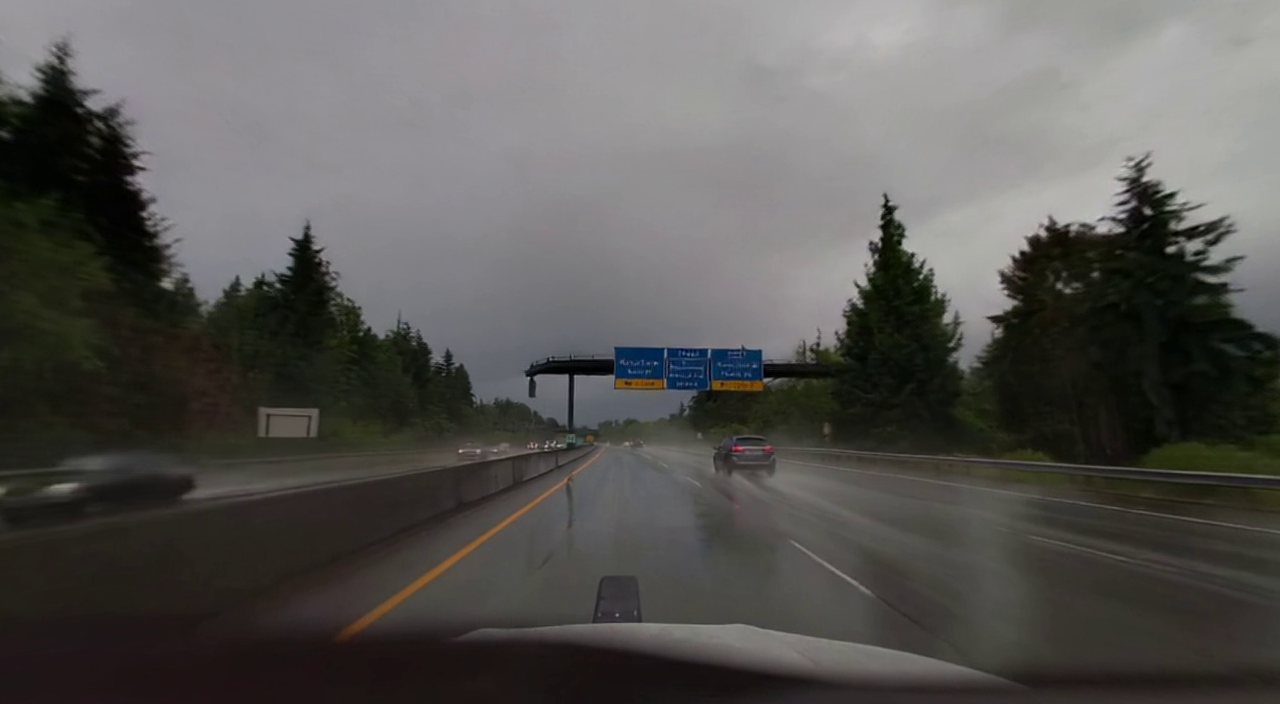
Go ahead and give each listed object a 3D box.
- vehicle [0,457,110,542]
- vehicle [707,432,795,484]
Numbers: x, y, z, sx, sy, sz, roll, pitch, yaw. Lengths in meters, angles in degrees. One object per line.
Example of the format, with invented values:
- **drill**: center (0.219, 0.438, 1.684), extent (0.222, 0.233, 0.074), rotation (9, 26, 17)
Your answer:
- **vehicle**: center (-12.865, 2.811, 11.904), extent (1.951, 1.474, 4.413), rotation (0, -8, -2)
- **vehicle**: center (3.494, 3.429, 20.744), extent (1.958, 1.526, 4.227), rotation (0, -8, -2)
